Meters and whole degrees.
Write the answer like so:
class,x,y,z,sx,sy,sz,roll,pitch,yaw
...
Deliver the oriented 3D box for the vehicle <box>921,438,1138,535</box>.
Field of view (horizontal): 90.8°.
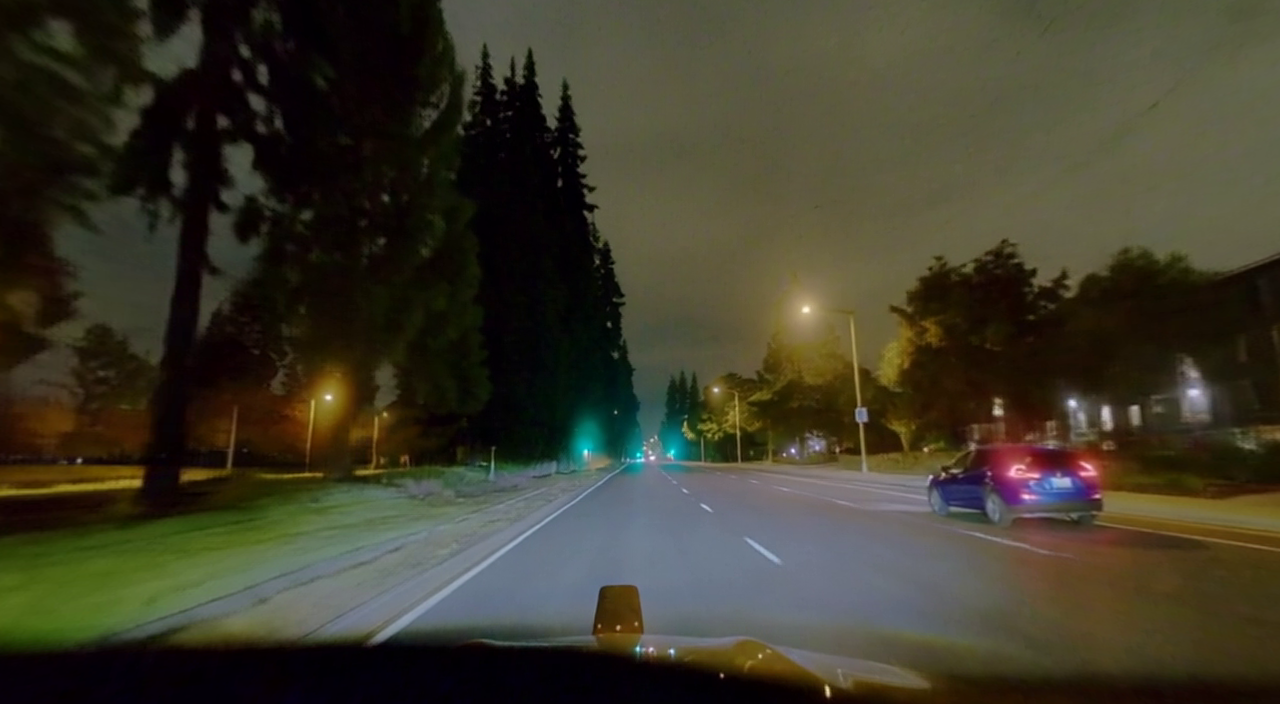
class,x,y,z,sx,sy,sz,roll,pitch,yaw
vehicle,7.057,2.433,11.941,1.797,1.518,3.433,0,-9,-1
